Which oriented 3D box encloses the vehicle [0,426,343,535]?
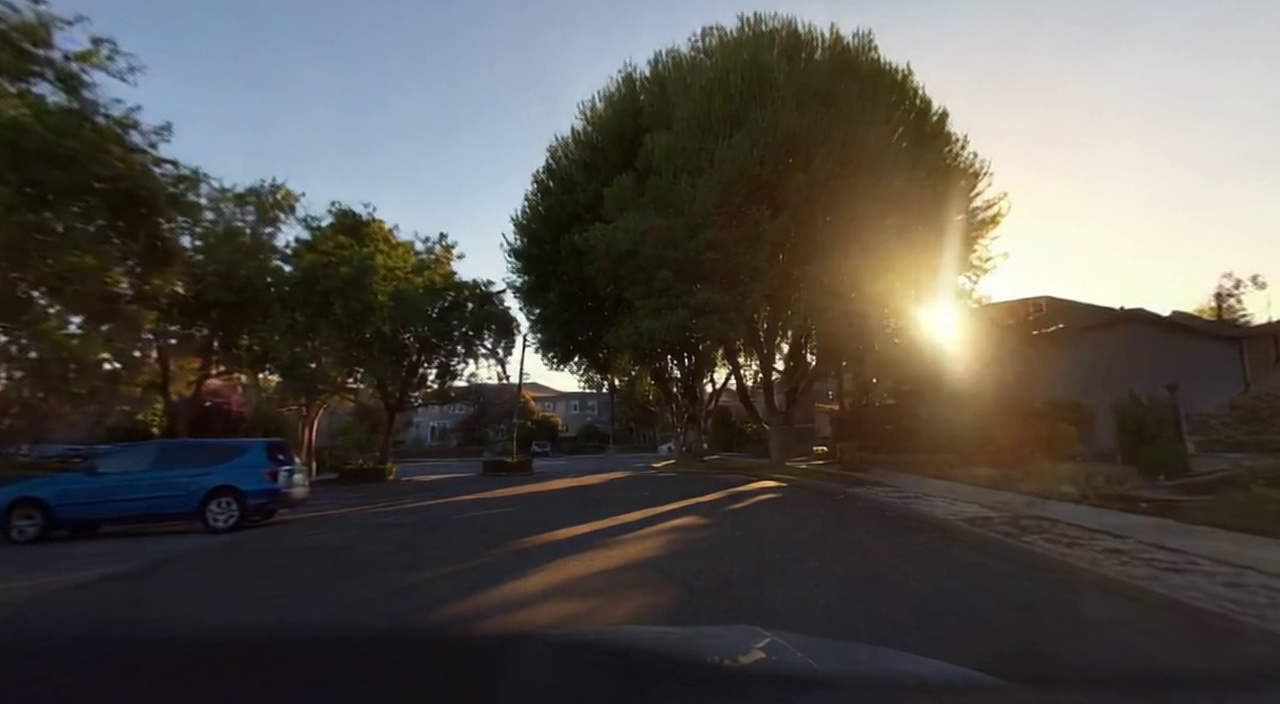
[{"bbox_3d":[-7.918,2.140,10.808,4.692,1.660,1.879,0,-9,-1],"label":"vehicle"}]
